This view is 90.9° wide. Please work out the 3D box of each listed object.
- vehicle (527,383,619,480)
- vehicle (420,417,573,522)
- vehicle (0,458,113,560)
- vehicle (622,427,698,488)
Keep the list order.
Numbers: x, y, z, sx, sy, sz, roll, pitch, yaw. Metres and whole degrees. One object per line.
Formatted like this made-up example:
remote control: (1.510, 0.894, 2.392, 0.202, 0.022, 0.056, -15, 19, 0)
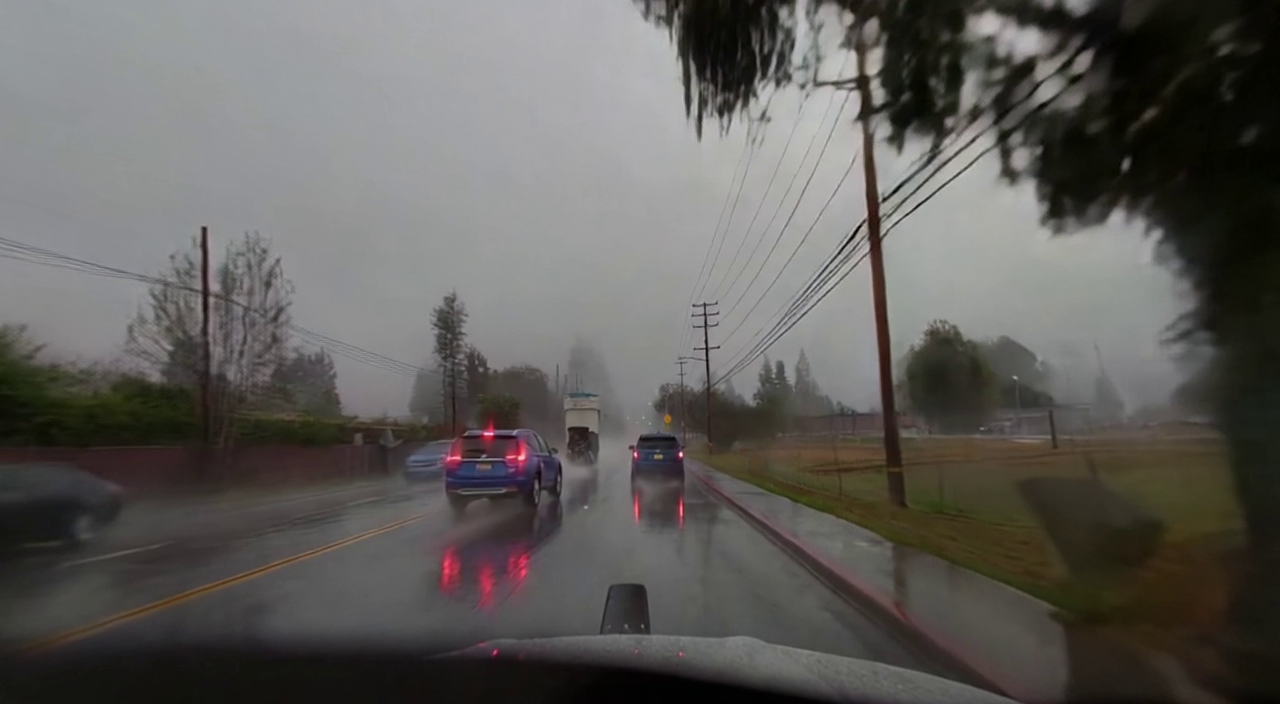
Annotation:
vehicle: (-2.687, 3.787, 29.231, 2.928, 3.658, 10.953, 0, -8, 1)
vehicle: (-2.772, 2.410, 13.424, 2.093, 1.832, 4.508, 0, -8, 1)
vehicle: (-11.714, 2.626, 10.377, 2.077, 1.638, 4.584, 0, -8, 0)
vehicle: (0.605, 3.339, 20.220, 2.174, 1.749, 4.113, 0, -8, 1)
